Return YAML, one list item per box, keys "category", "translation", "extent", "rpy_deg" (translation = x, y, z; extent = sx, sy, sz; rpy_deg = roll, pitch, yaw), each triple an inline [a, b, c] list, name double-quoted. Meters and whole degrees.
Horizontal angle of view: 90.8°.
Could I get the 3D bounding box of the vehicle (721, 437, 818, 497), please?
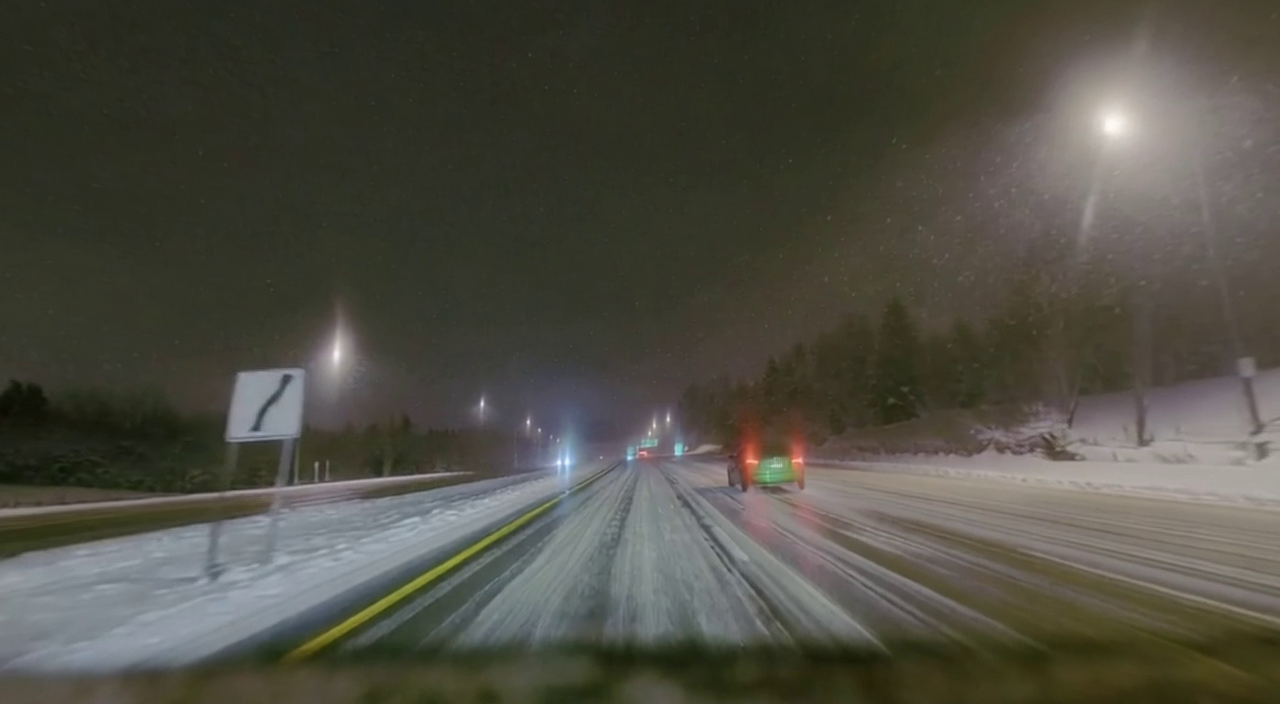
- category: "vehicle"
  translation: [3.590, 3.256, 18.239]
  extent: [1.874, 1.506, 4.116]
  rpy_deg: [0, -8, -1]
